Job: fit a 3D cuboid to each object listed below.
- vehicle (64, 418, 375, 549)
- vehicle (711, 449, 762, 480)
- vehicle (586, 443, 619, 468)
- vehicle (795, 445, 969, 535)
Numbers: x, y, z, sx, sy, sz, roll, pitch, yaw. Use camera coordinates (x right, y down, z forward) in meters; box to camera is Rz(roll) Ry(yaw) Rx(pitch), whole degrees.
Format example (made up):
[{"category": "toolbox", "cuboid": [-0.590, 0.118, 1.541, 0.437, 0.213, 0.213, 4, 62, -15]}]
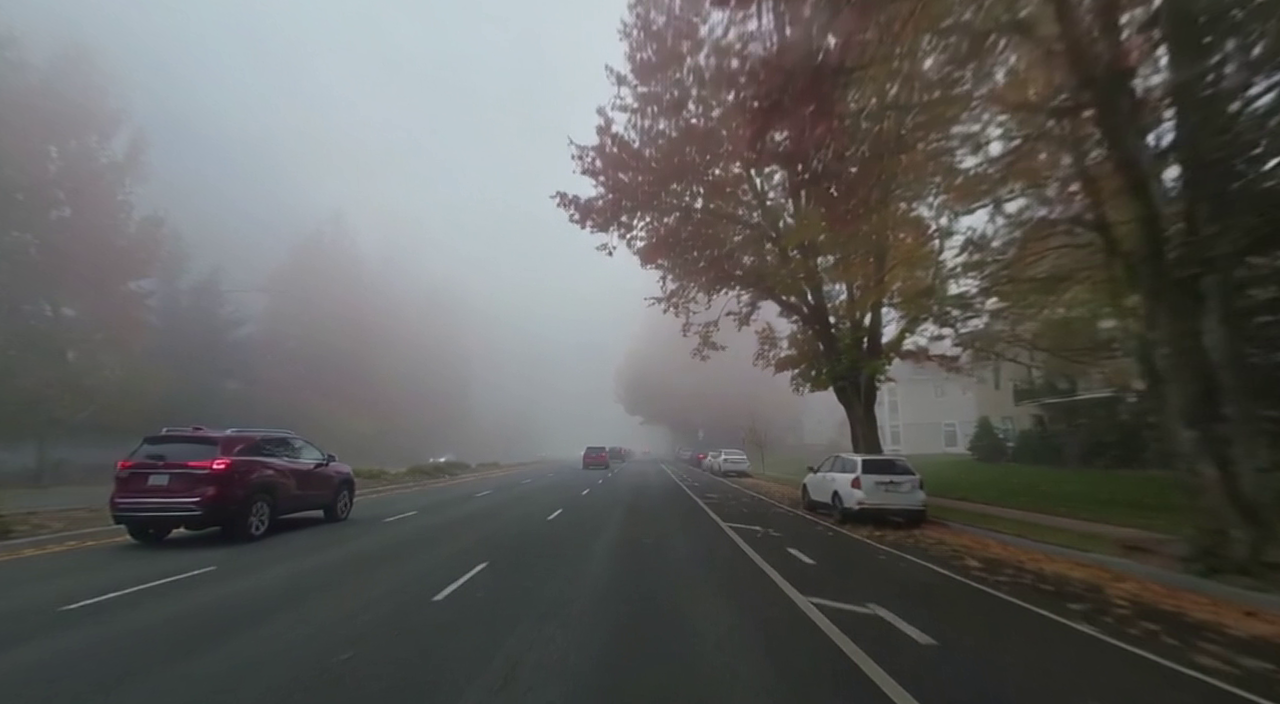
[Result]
[{"category": "vehicle", "cuboid": [-6.547, 2.101, 10.664, 2.034, 1.711, 4.512, 0, -9, 1]}, {"category": "vehicle", "cuboid": [5.021, 5.921, 33.382, 1.952, 1.505, 4.713, 0, -9, 0]}, {"category": "vehicle", "cuboid": [-2.911, 8.140, 49.503, 2.228, 1.796, 4.491, 0, -9, 1]}, {"category": "vehicle", "cuboid": [4.645, 2.688, 12.875, 1.939, 1.504, 4.189, 0, -9, 1]}]
